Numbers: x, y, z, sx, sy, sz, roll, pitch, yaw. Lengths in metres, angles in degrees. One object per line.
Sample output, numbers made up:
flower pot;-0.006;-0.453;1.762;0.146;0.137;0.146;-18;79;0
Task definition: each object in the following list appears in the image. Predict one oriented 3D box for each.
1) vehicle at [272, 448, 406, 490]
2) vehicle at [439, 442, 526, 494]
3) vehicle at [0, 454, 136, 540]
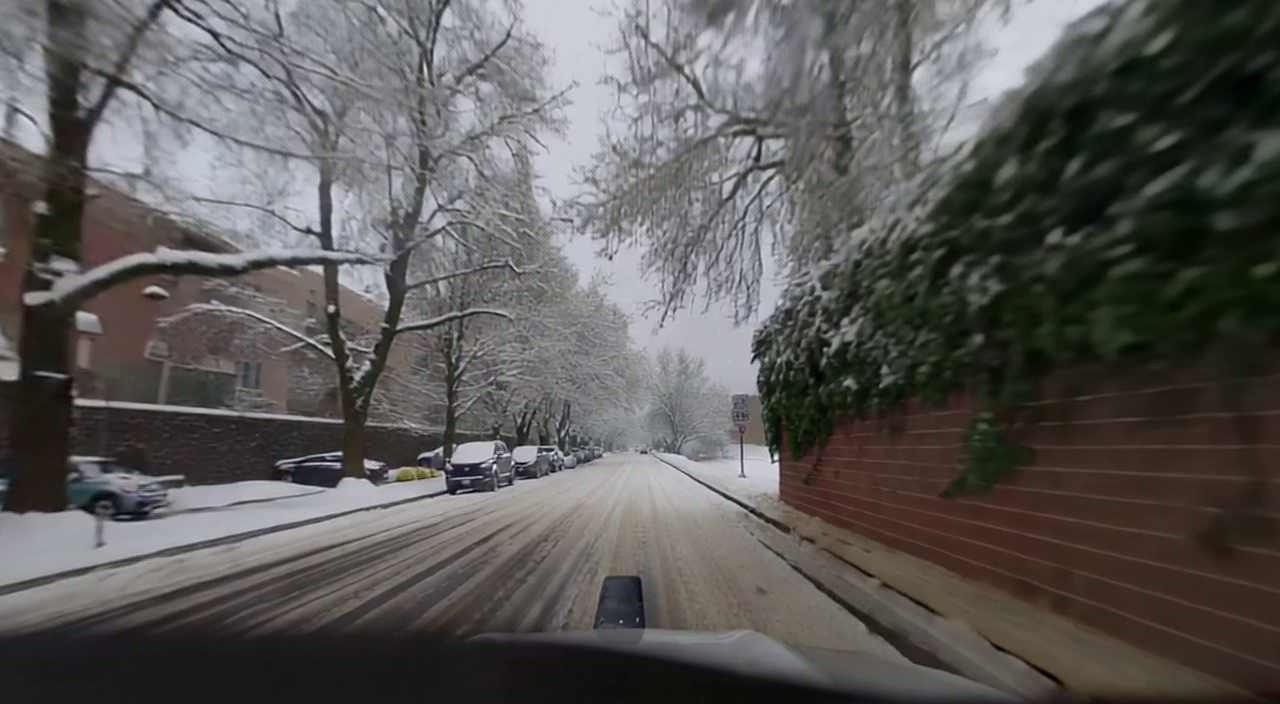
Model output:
vehicle;-13.524;5.253;28.577;4.991;1.692;1.960;1;-8;1
vehicle;-6.247;4.629;25.863;2.109;1.847;5.553;0;-8;0
vehicle;-13.481;2.970;13.301;3.947;1.584;2.016;1;-9;1
